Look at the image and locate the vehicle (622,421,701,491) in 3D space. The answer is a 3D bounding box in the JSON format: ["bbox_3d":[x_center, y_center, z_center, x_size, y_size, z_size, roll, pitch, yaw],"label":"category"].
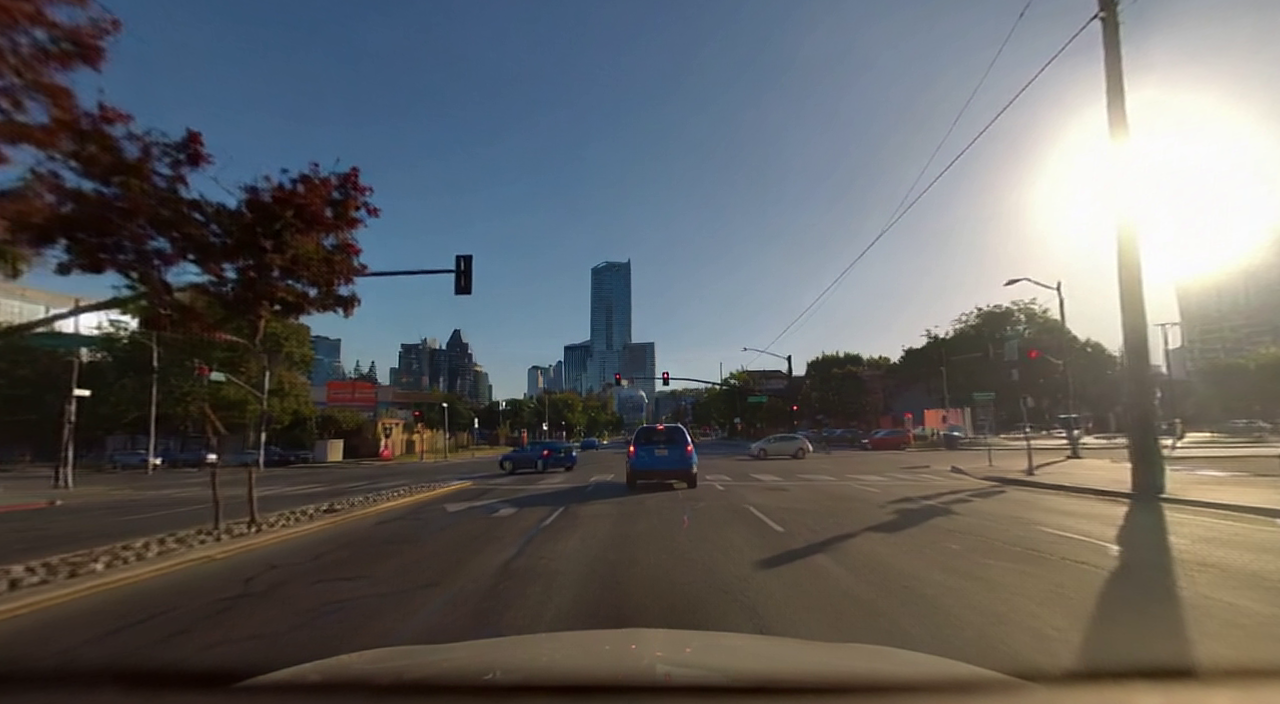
[{"bbox_3d":[0.571,2.950,18.179,1.994,1.759,4.186,0,-8,1],"label":"vehicle"}]

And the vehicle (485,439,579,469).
[{"bbox_3d":[-5.796,5.496,34.206,4.705,1.486,2.013,8,-12,-44],"label":"vehicle"}]

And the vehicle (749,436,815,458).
[{"bbox_3d":[9.483,6.382,42.366,3.963,1.480,1.774,0,-8,-2],"label":"vehicle"}]
